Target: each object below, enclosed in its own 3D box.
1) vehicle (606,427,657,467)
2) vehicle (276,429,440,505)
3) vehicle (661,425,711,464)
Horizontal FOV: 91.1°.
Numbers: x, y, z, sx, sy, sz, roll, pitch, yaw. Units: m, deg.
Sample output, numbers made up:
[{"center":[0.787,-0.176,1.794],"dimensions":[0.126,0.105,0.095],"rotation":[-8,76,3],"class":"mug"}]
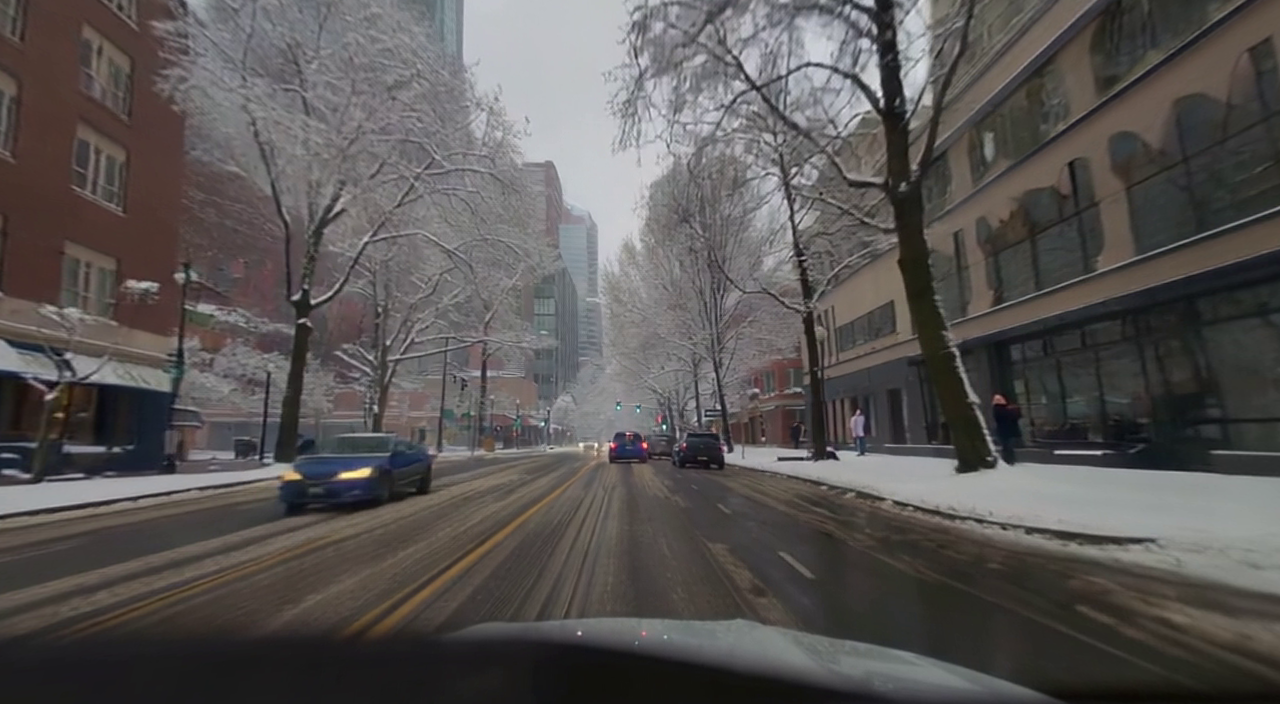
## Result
[{"center":[-0.442,4.491,29.908],"dimensions":[2.274,1.736,4.083],"rotation":[0,-8,-2],"class":"vehicle"},{"center":[-6.341,2.598,14.839],"dimensions":[2.121,1.489,4.430],"rotation":[1,-8,-5],"class":"vehicle"},{"center":[2.430,5.016,34.274],"dimensions":[2.147,1.968,4.478],"rotation":[1,-8,-3],"class":"vehicle"}]
